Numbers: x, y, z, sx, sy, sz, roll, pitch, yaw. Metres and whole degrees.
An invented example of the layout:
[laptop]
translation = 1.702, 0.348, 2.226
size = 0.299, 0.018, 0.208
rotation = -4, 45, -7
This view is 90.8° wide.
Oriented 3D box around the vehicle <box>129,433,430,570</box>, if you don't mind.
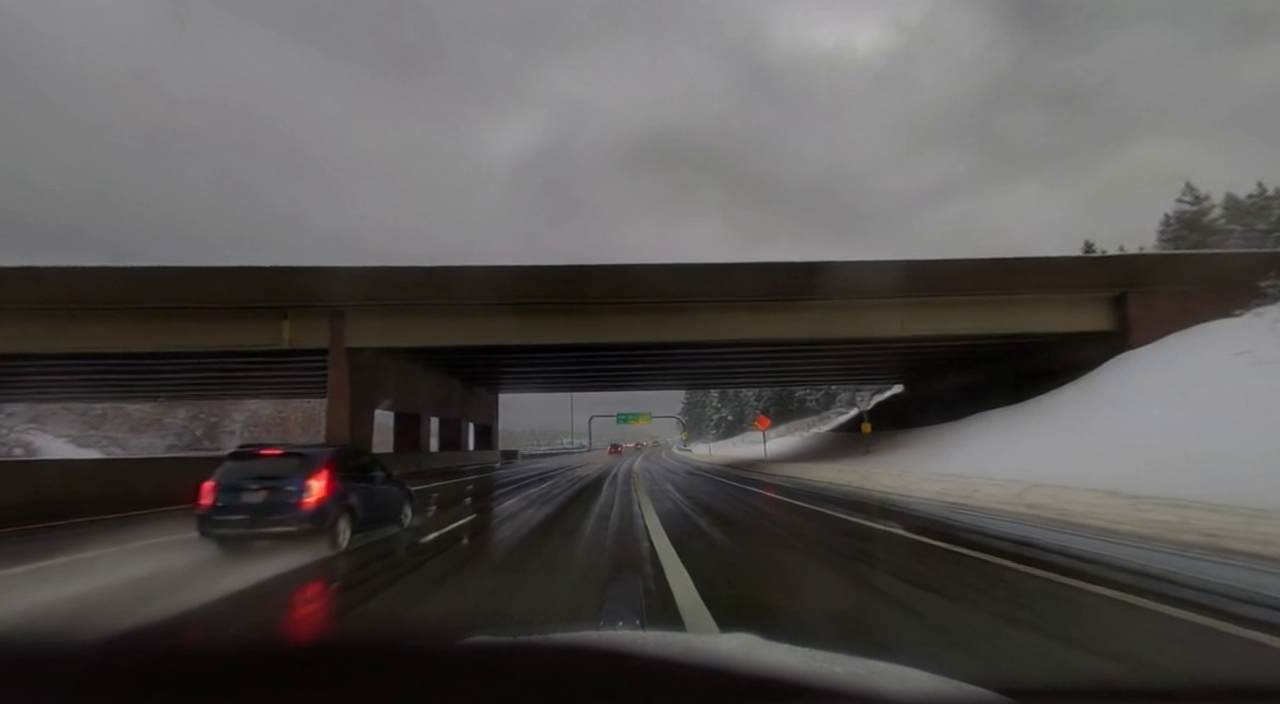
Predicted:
[vehicle]
translation = -4.802, 2.026, 9.297
size = 2.055, 1.535, 4.073
rotation = 0, -9, -1
